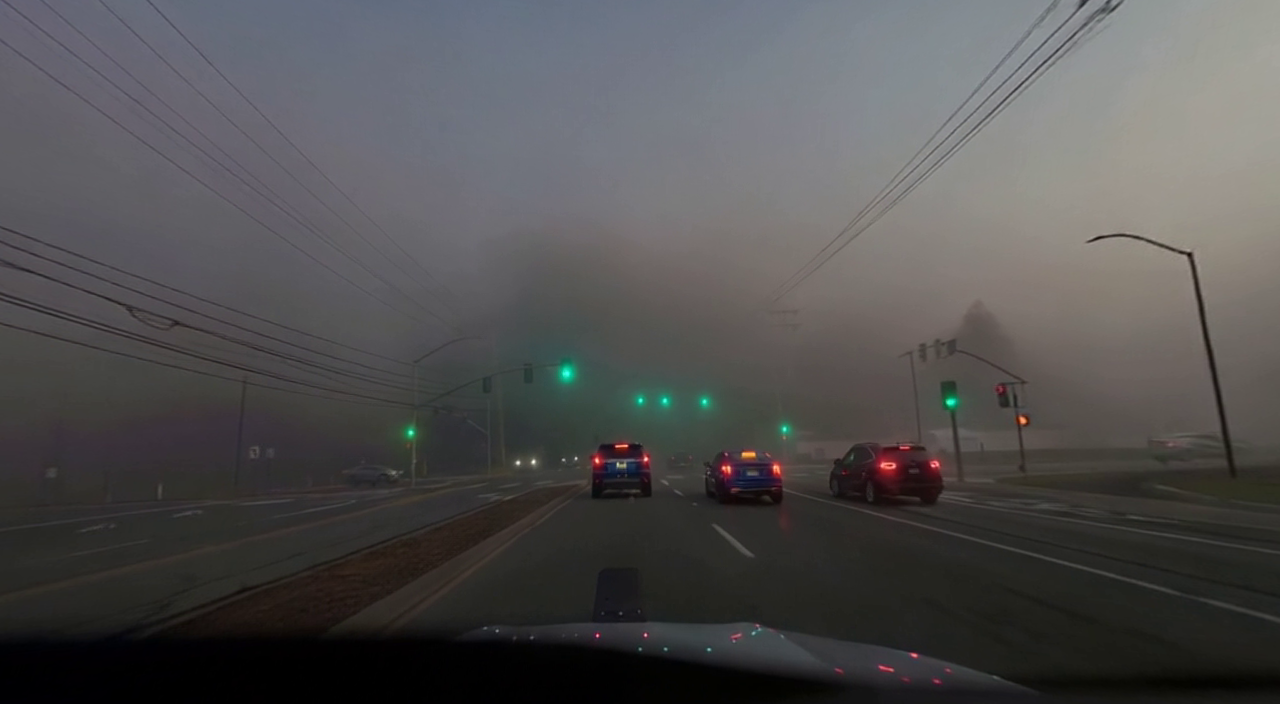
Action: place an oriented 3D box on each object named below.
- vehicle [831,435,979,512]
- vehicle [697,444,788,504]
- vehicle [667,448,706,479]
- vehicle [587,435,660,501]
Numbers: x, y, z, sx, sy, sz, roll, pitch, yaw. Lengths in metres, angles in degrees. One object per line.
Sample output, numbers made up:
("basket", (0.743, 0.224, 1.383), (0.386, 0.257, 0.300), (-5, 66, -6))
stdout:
("vehicle", (6.781, 3.129, 16.797), (1.929, 1.753, 4.396), (0, -9, -1))
("vehicle", (2.961, 3.631, 19.282), (1.880, 1.579, 4.401), (0, -9, -2))
("vehicle", (2.759, 6.764, 38.606), (1.915, 1.765, 4.047), (0, -9, -2))
("vehicle", (-0.561, 3.927, 21.797), (2.231, 1.998, 4.254), (0, -9, -1))
